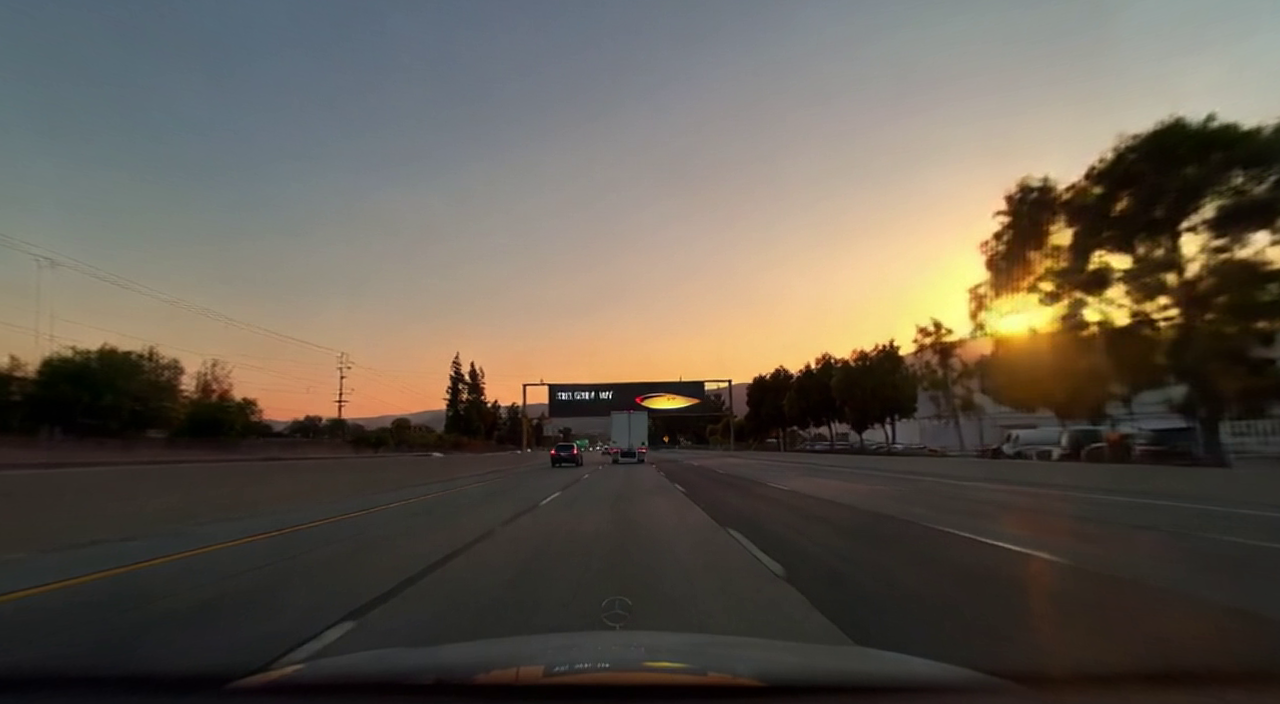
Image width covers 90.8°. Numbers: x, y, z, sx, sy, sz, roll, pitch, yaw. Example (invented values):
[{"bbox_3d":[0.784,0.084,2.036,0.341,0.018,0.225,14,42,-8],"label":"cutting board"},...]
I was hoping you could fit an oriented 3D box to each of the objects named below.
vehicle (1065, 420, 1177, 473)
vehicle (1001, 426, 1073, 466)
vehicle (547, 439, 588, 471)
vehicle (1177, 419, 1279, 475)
[{"bbox_3d":[26.245,5.199,34.820,2.193,2.640,5.959,-1,-9,9],"label":"vehicle"},{"bbox_3d":[28.981,6.907,46.453,2.277,2.699,7.384,-2,-9,16],"label":"vehicle"},{"bbox_3d":[-4.657,6.707,41.266,2.095,1.930,4.680,0,-9,0],"label":"vehicle"},{"bbox_3d":[35.692,5.500,36.696,6.779,3.072,2.630,1,-8,-6],"label":"vehicle"}]
